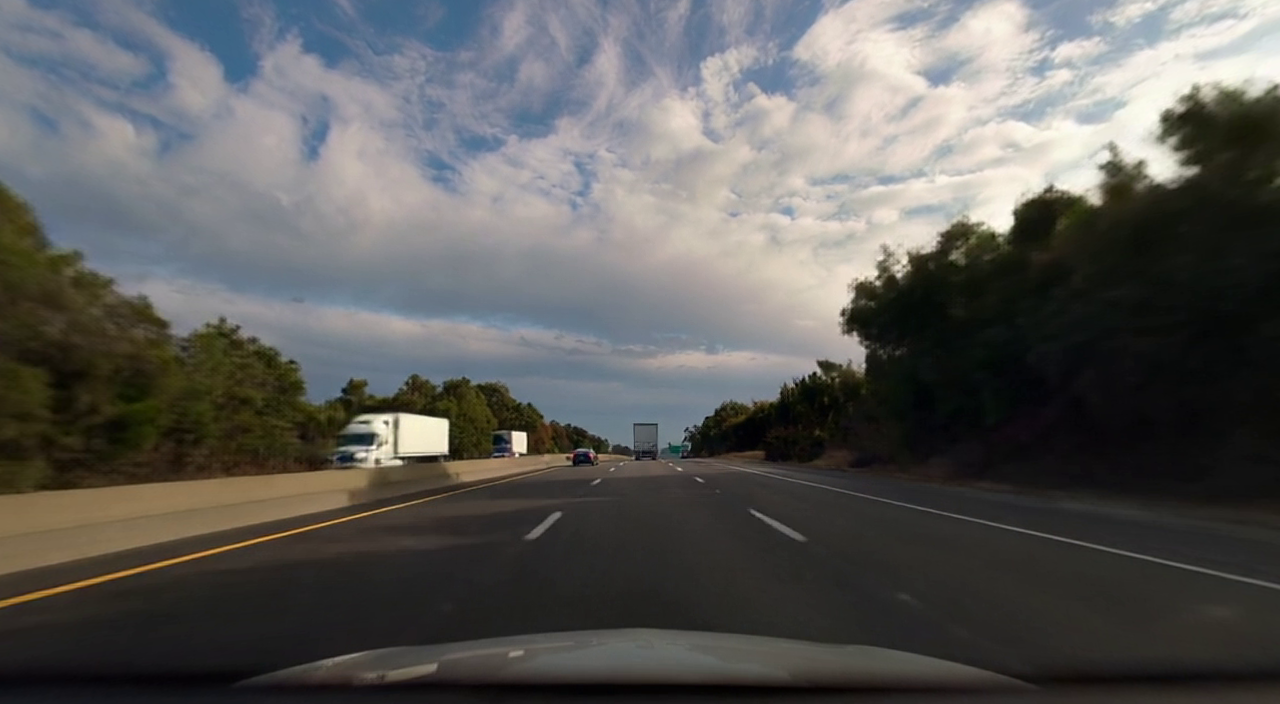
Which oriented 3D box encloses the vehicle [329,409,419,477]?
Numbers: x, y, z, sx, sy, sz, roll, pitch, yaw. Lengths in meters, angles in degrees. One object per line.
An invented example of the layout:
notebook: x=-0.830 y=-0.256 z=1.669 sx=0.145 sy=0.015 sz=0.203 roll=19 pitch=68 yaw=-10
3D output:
vehicle: x=-16.428 y=5.718 z=39.463 sx=2.942 sy=3.882 sz=5.832 roll=-1 pitch=-9 yaw=1

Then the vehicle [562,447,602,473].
vehicle: x=-3.400 y=6.390 z=37.478 sx=1.955 sy=1.438 sz=4.100 roll=0 pitch=-9 yaw=0
